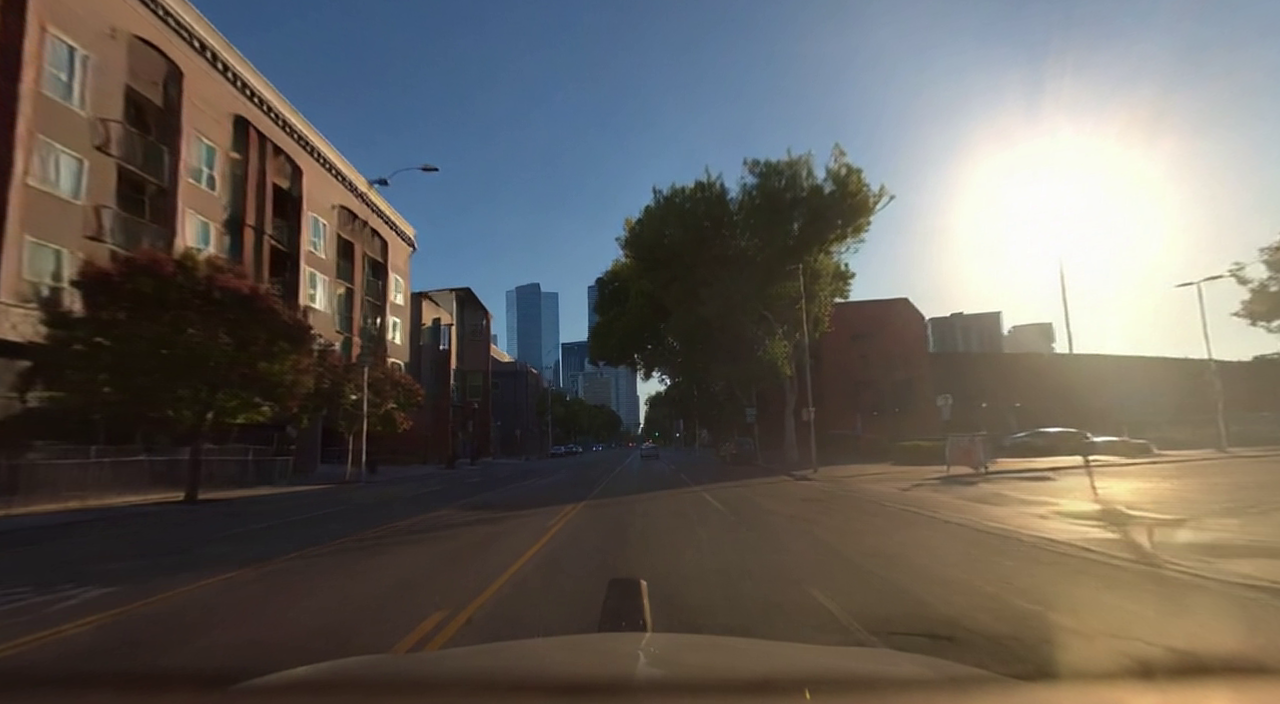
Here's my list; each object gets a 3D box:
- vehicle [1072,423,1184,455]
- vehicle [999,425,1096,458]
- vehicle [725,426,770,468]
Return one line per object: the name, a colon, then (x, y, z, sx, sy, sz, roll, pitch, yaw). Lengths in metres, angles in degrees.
vehicle: (32.563, 5.878, 42.070, 2.097, 1.894, 5.338, 1, -10, -26)
vehicle: (24.866, 5.496, 38.477, 2.005, 1.861, 4.478, 4, -9, -27)
vehicle: (6.674, 5.925, 39.296, 2.021, 2.433, 3.088, 0, -8, -4)
